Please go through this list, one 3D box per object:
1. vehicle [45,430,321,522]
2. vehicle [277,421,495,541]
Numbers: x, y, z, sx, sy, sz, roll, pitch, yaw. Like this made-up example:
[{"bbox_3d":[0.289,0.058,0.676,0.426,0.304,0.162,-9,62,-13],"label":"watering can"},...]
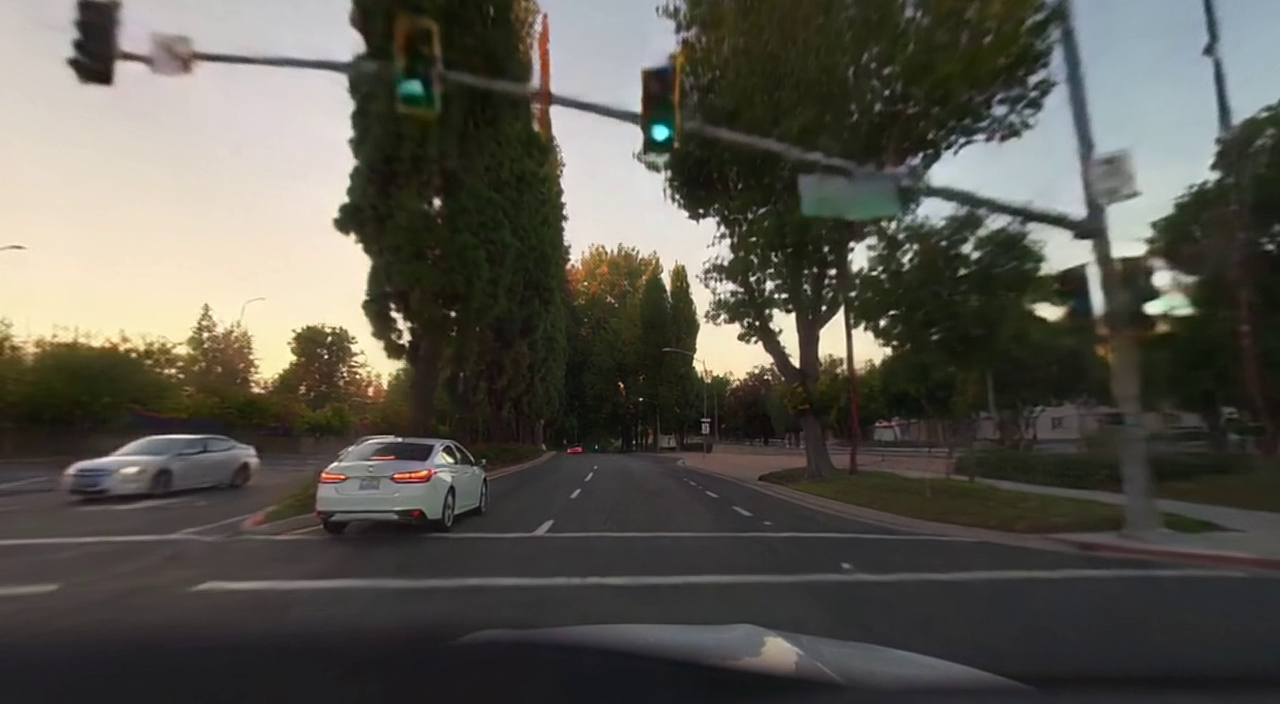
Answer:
[{"bbox_3d":[-8.721,2.373,12.795,2.080,1.460,4.756,1,-8,-1],"label":"vehicle"},{"bbox_3d":[-3.780,1.988,10.379,1.915,1.521,4.283,0,-8,-2],"label":"vehicle"}]
